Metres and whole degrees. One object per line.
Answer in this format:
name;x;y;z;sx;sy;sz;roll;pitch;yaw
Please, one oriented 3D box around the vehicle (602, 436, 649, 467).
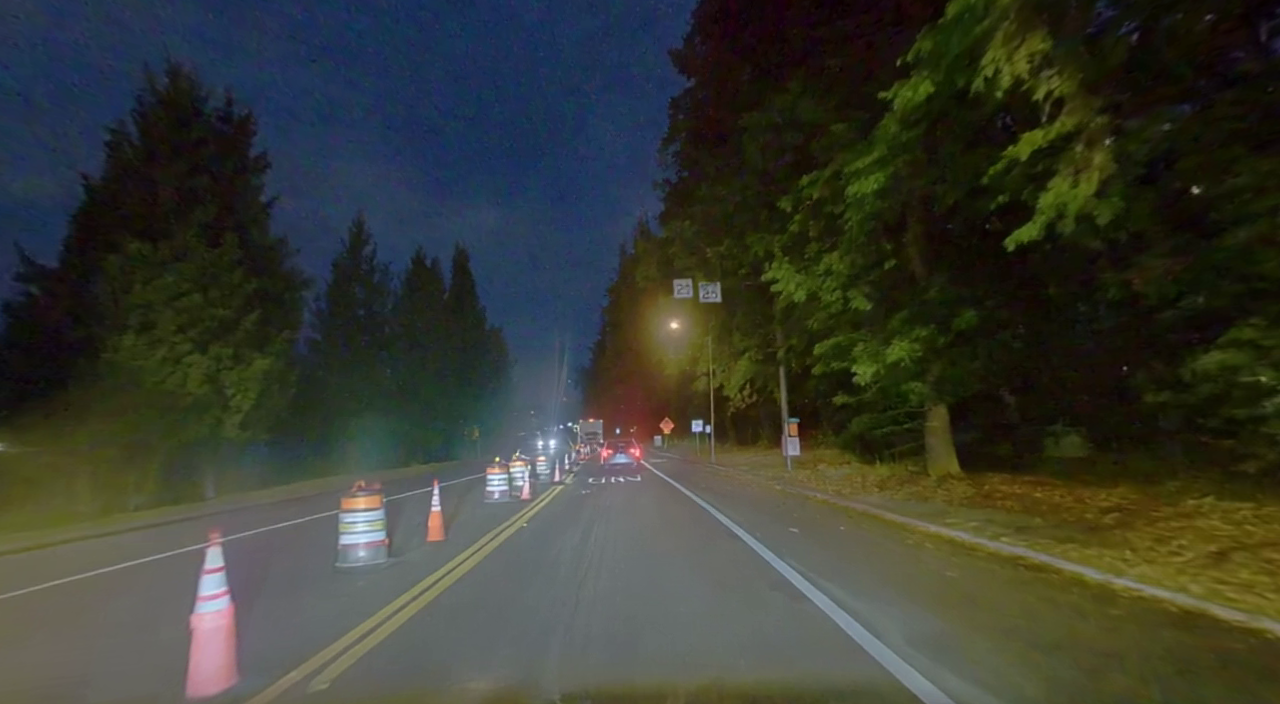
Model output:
vehicle;-0.758;5.022;31.966;2.186;1.463;4.356;0;-8;-2
